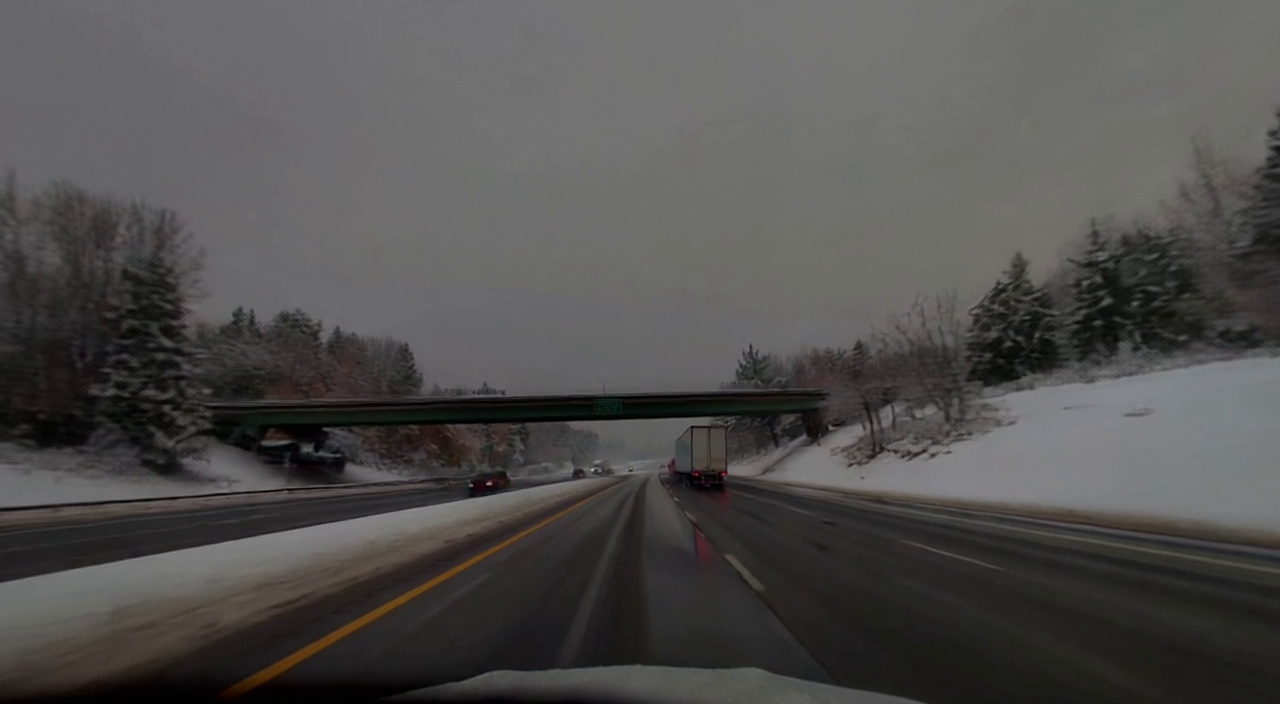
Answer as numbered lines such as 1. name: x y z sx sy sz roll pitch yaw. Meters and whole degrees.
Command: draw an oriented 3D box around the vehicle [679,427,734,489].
1. vehicle: 4.793 8.146 47.963 3.054 4.005 11.895 1 -11 1
